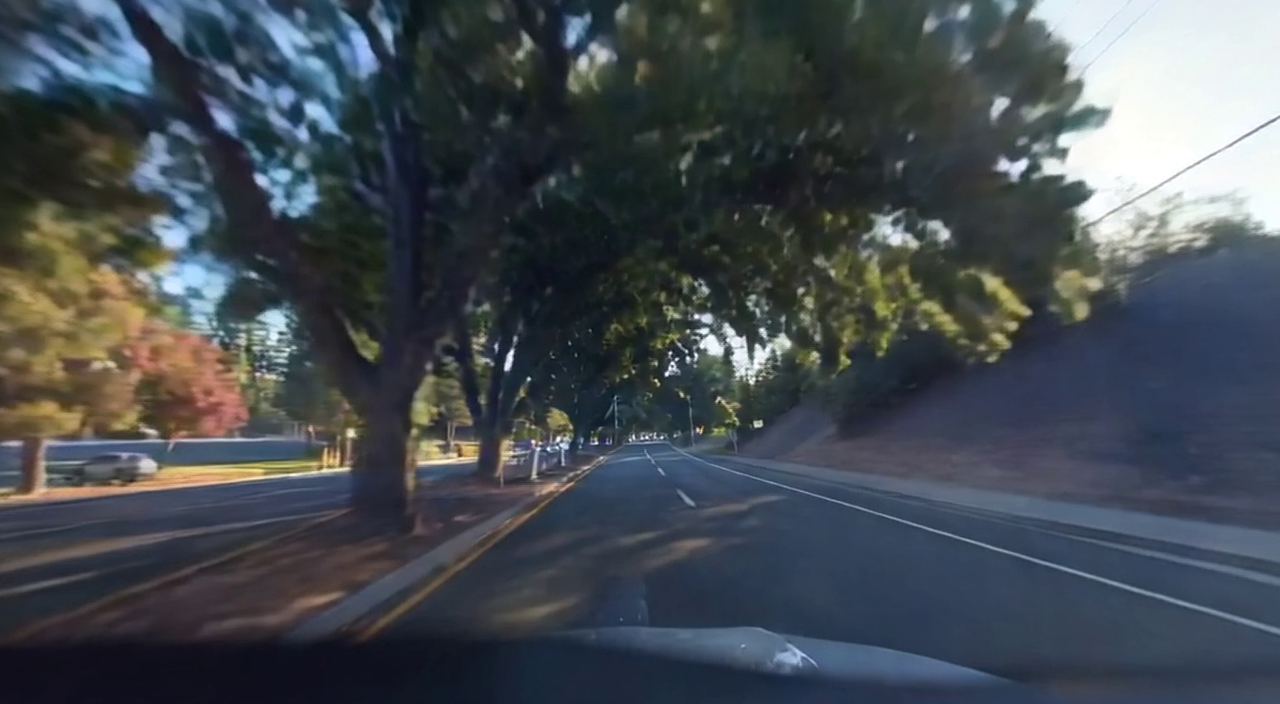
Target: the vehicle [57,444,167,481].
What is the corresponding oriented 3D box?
[{"bbox_3d":[-27.646,5.792,33.164,4.168,1.509,2.053,-4,-5,4],"label":"vehicle"}]
